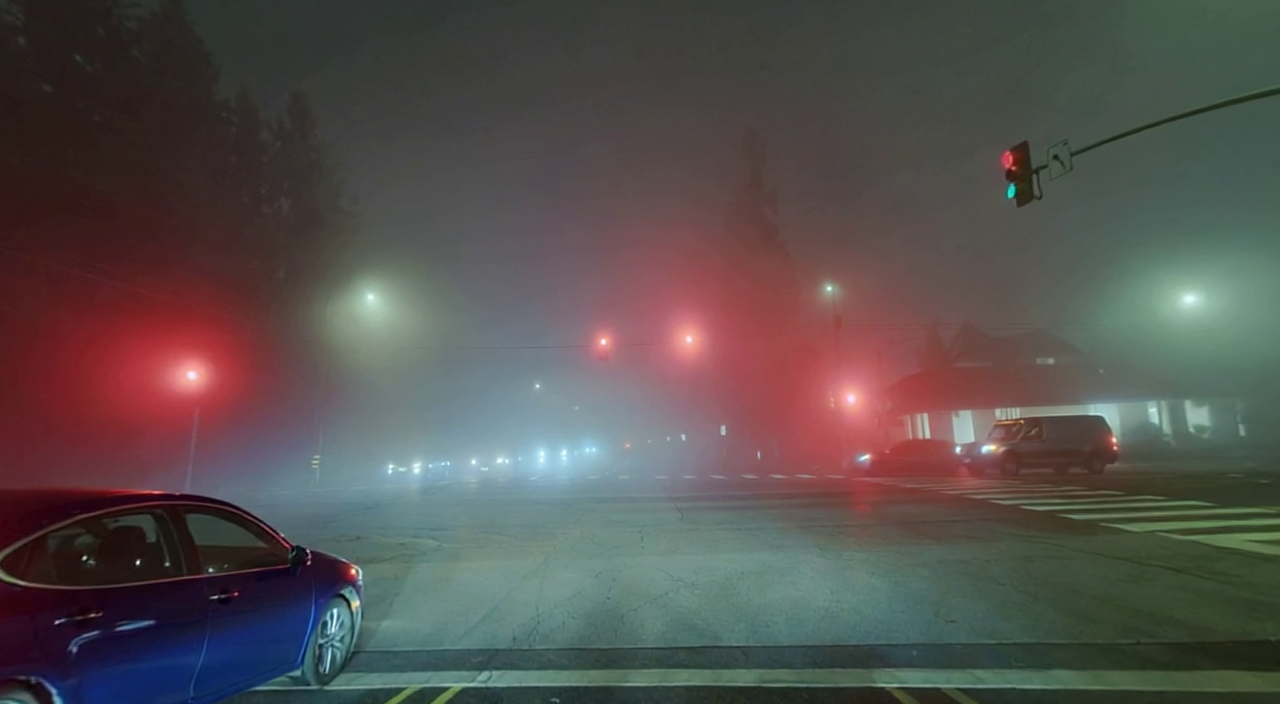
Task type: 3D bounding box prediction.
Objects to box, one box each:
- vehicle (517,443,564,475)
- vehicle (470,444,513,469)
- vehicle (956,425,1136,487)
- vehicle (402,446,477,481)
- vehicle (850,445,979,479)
[{"bbox_3d":[-4.736,5.142,30.610,1.846,1.416,4.228,0,-9,-4],"label":"vehicle"},{"bbox_3d":[-9.022,6.382,38.757,1.779,1.460,4.463,0,-9,-3],"label":"vehicle"},{"bbox_3d":[14.829,3.765,23.124,5.910,2.046,2.228,3,-9,-19],"label":"vehicle"},{"bbox_3d":[-9.010,5.026,28.794,2.024,1.460,4.381,0,-9,0],"label":"vehicle"},{"bbox_3d":[12.101,4.881,28.135,4.828,1.453,1.919,0,-9,1],"label":"vehicle"}]
